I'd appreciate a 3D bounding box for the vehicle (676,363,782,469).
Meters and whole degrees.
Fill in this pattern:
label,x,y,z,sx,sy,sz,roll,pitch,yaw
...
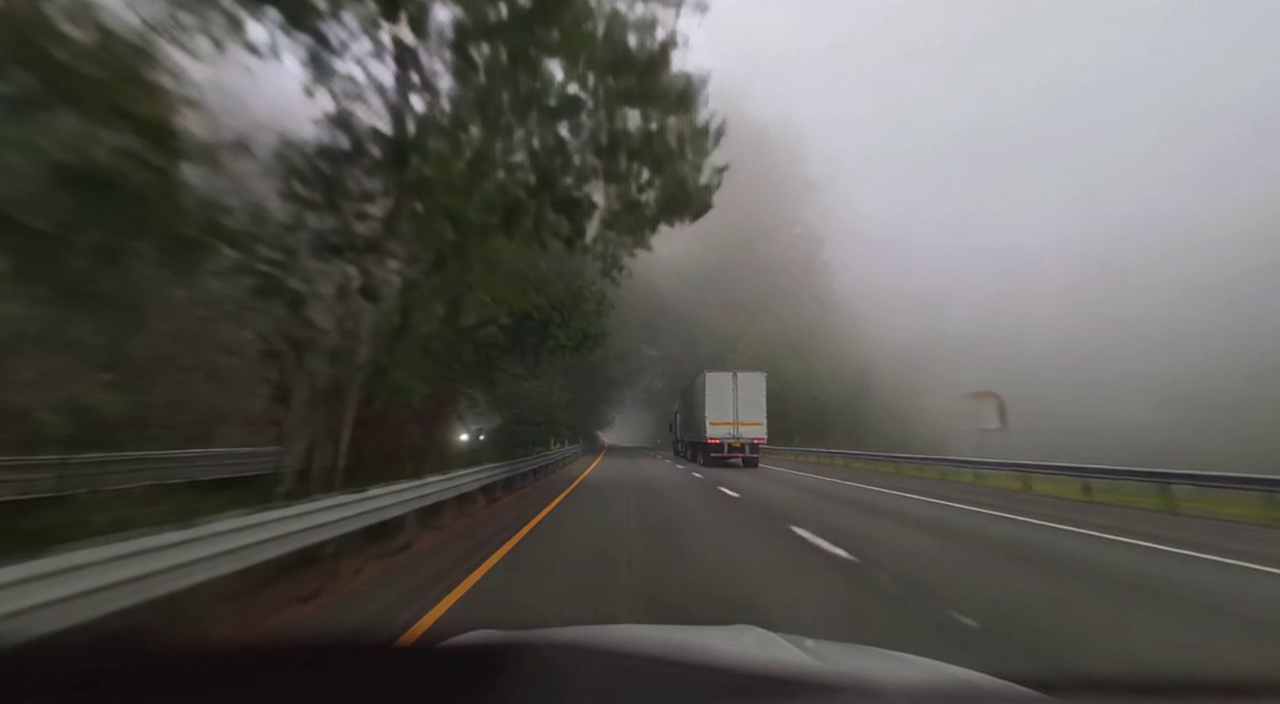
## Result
label,x,y,z,sx,sy,sz,roll,pitch,yaw
vehicle,3.759,3.296,30.541,2.974,4.003,12.849,1,-8,-1
